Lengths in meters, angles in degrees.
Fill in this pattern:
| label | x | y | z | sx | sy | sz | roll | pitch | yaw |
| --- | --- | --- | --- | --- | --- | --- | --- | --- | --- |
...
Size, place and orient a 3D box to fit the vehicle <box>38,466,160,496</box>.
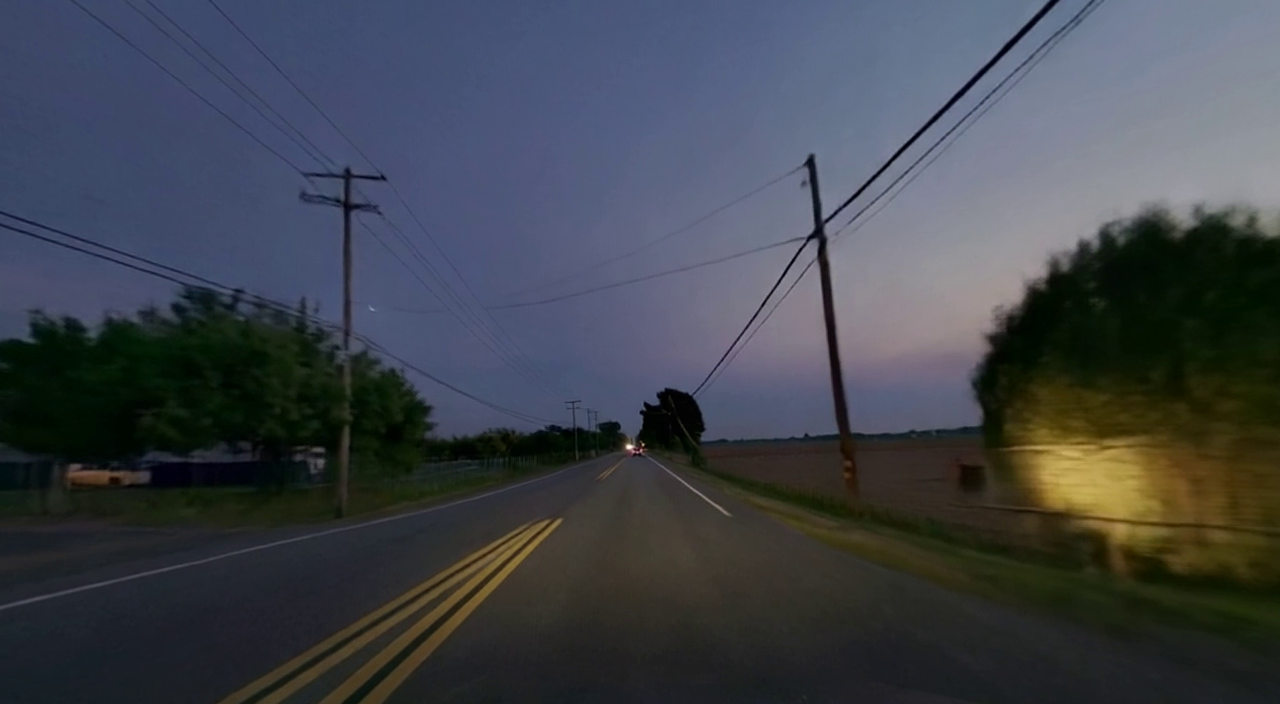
| label | x | y | z | sx | sy | sz | roll | pitch | yaw |
| --- | --- | --- | --- | --- | --- | --- | --- | --- | --- |
| vehicle | -36.902 | 8.800 | 43.248 | 5.978 | 1.864 | 2.185 | 1 | -8 | -7 |
